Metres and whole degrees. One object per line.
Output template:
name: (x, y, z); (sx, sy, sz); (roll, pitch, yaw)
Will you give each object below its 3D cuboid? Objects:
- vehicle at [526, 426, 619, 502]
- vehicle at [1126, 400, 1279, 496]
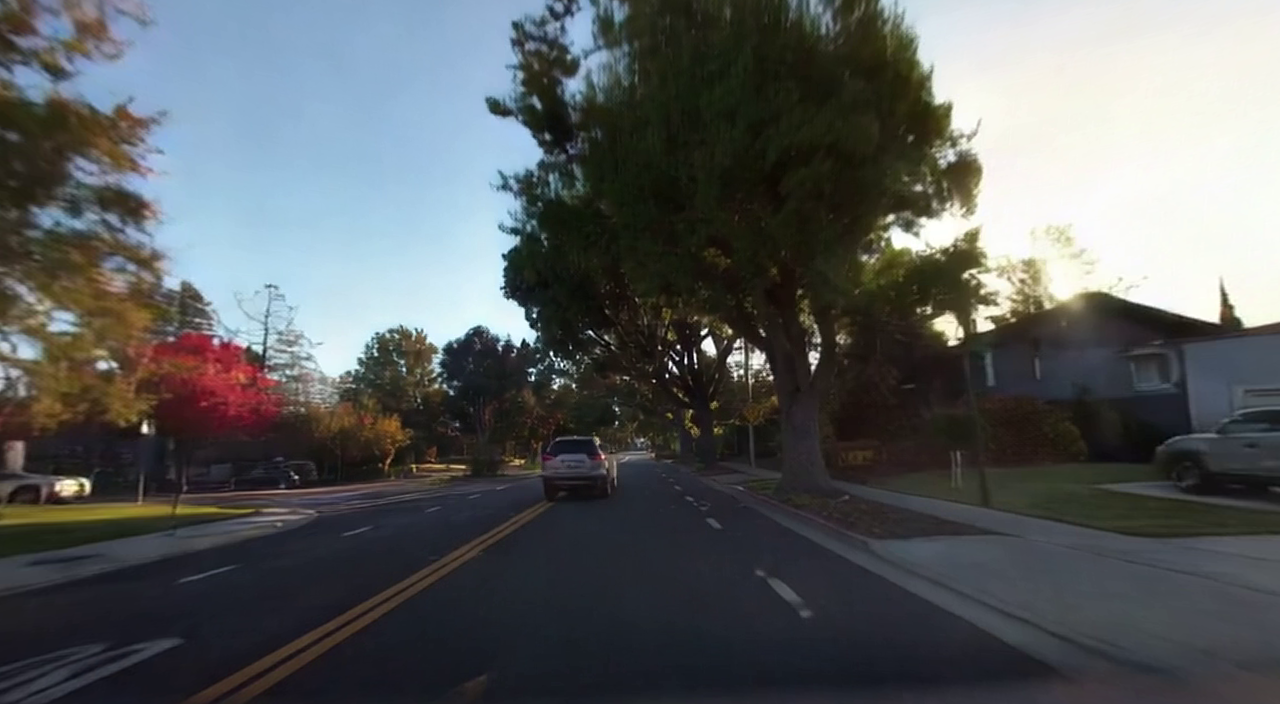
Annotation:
vehicle: (-1.905, 3.373, 19.499); (2.210, 2.023, 4.663); (0, -8, 2)
vehicle: (9.474, 1.312, 8.570); (1.922, 1.263, 4.664); (1, -8, -3)
